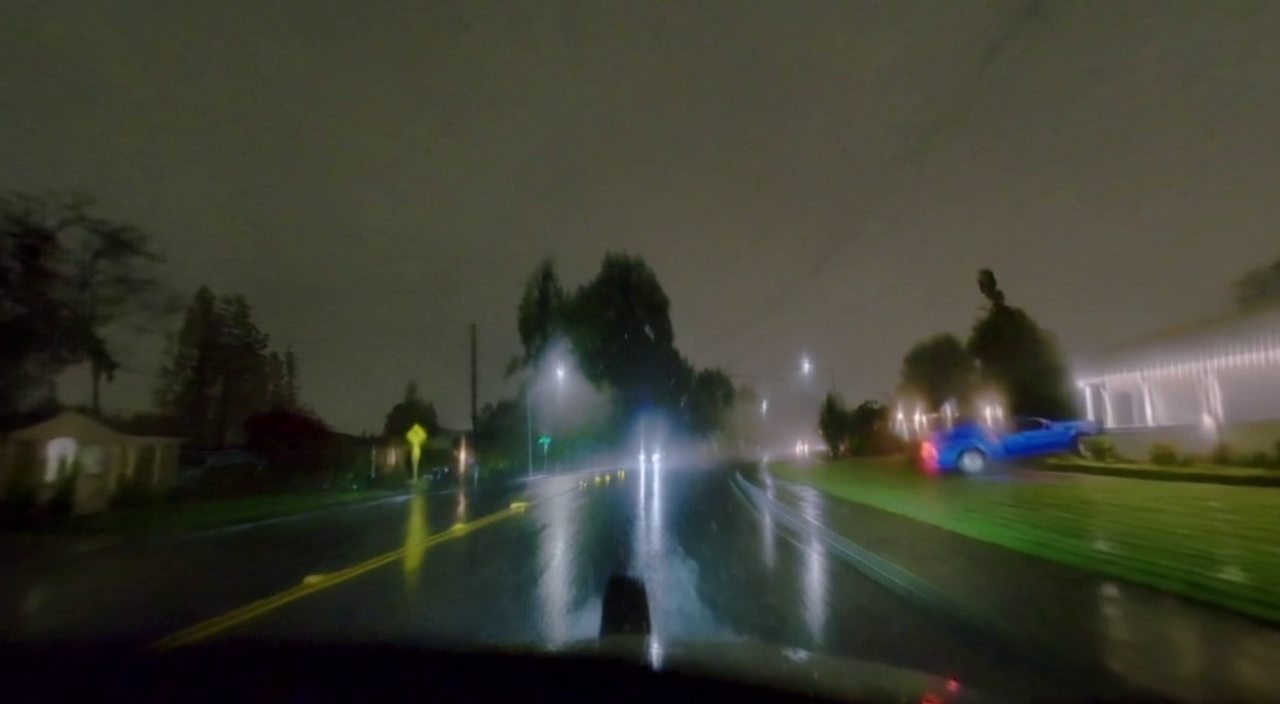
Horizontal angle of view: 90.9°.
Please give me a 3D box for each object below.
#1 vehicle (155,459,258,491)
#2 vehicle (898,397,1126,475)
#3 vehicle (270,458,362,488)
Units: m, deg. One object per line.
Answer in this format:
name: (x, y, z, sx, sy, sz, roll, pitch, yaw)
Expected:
vehicle: (-25.159, 7.152, 36.666, 4.751, 1.489, 2.052, -5, -9, 8)
vehicle: (11.642, 2.752, 20.218, 5.704, 1.788, 2.095, -7, -10, 9)
vehicle: (-18.374, 6.853, 35.838, 4.270, 1.481, 1.972, -4, -9, 10)
